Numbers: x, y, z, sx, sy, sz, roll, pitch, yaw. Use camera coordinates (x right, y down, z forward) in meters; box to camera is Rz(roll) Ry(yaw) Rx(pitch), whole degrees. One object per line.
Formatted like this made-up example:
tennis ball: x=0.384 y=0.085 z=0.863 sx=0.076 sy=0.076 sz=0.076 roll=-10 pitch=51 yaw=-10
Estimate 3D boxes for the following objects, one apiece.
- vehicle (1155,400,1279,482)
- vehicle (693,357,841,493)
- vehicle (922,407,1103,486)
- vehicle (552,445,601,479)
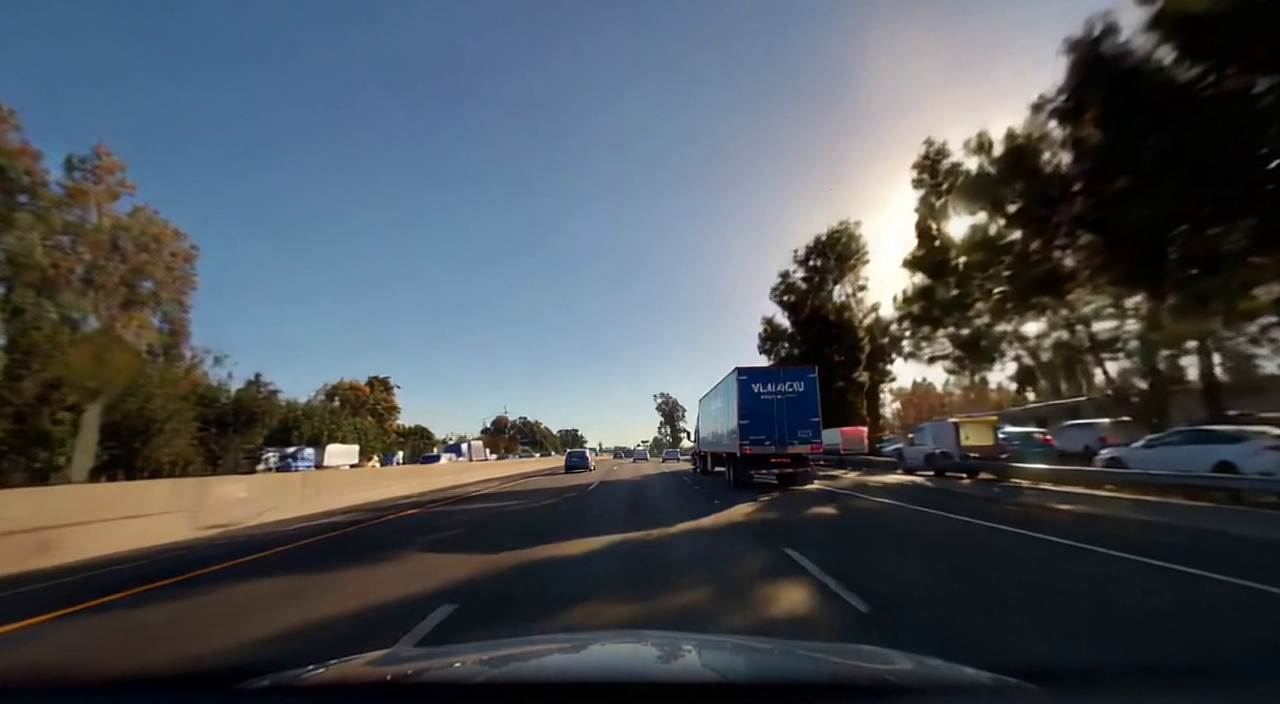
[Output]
vehicle: x=34.462 y=4.541 z=32.459 sx=2.942 sy=4.130 sz=11.672 roll=7 pitch=-12 yaw=-44
vehicle: x=4.368 y=3.235 z=25.940 sx=2.847 sy=4.075 sz=14.244 roll=0 pitch=-9 yaw=-1
vehicle: x=17.773 y=4.705 z=31.300 sx=2.809 sy=3.269 sz=10.050 roll=0 pitch=-9 yaw=0
vehicle: x=-3.252 y=5.754 z=33.158 sx=2.107 sy=1.626 sz=4.804 roll=0 pitch=-9 yaw=-1
